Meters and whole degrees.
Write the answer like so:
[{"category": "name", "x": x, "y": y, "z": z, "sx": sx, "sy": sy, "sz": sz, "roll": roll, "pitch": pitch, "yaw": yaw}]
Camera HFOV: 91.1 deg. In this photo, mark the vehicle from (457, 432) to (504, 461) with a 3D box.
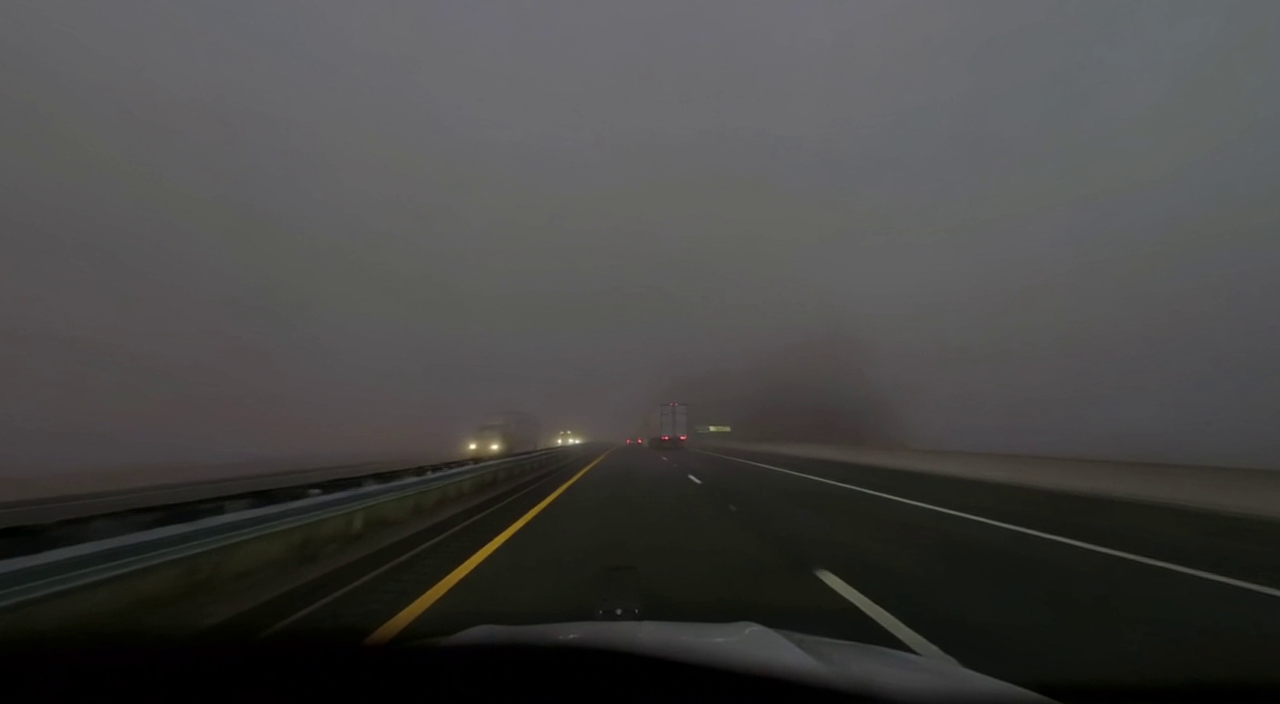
[{"category": "vehicle", "x": -11.030, "y": 6.519, "z": 43.746, "sx": 2.007, "sy": 1.888, "sz": 4.537, "roll": 0, "pitch": -8, "yaw": 1}]
